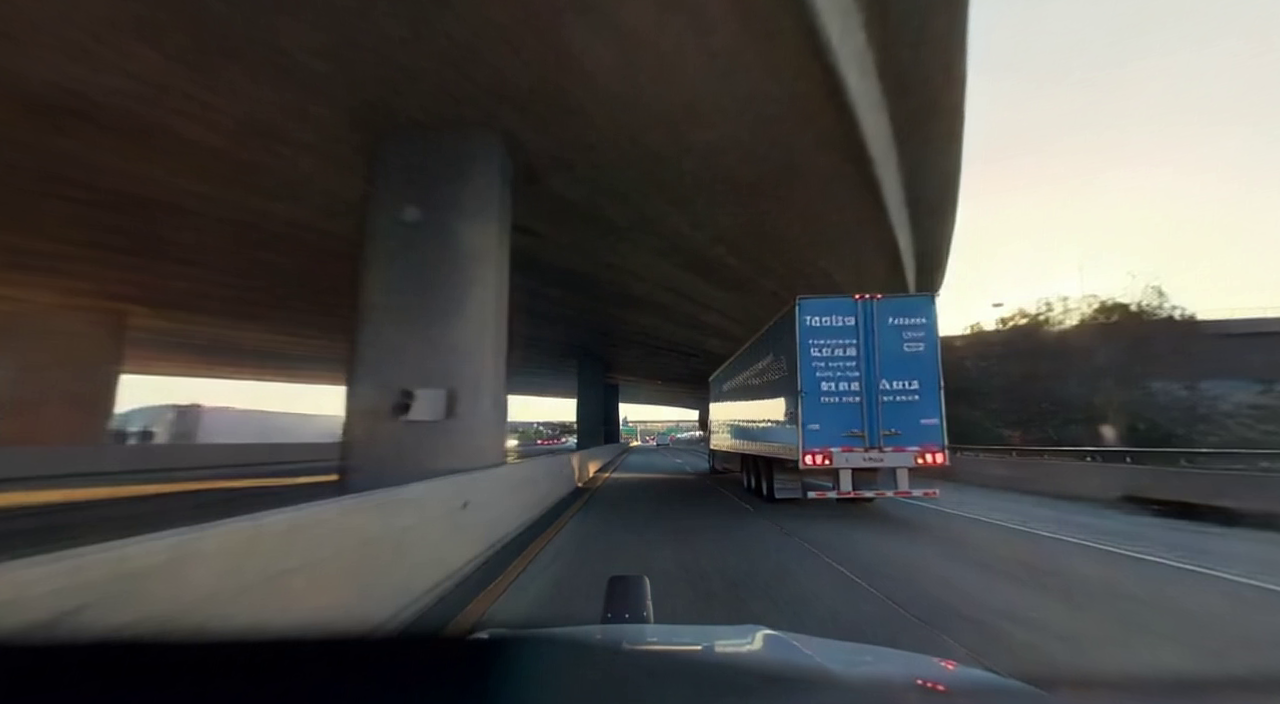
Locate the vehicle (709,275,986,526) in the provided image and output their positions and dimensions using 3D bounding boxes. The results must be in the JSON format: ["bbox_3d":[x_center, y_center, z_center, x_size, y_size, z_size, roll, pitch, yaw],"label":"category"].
[{"bbox_3d":[4.080,1.736,17.263,3.006,4.093,14.142,0,-8,1],"label":"vehicle"}]
